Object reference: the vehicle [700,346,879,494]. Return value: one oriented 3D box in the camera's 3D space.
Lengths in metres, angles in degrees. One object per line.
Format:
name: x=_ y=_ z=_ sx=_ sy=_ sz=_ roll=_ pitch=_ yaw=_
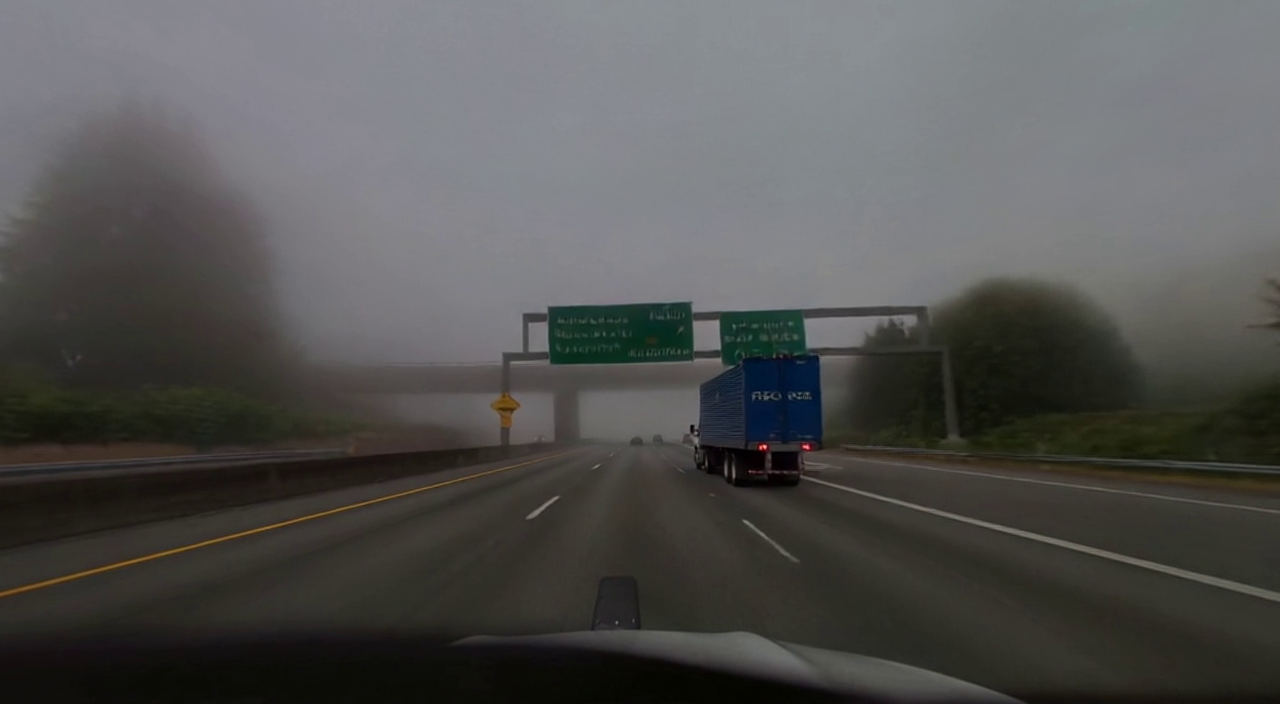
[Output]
vehicle: x=3.956 y=2.286 z=20.053 sx=2.849 sy=3.391 sz=11.018 roll=0 pitch=-8 yaw=-1
